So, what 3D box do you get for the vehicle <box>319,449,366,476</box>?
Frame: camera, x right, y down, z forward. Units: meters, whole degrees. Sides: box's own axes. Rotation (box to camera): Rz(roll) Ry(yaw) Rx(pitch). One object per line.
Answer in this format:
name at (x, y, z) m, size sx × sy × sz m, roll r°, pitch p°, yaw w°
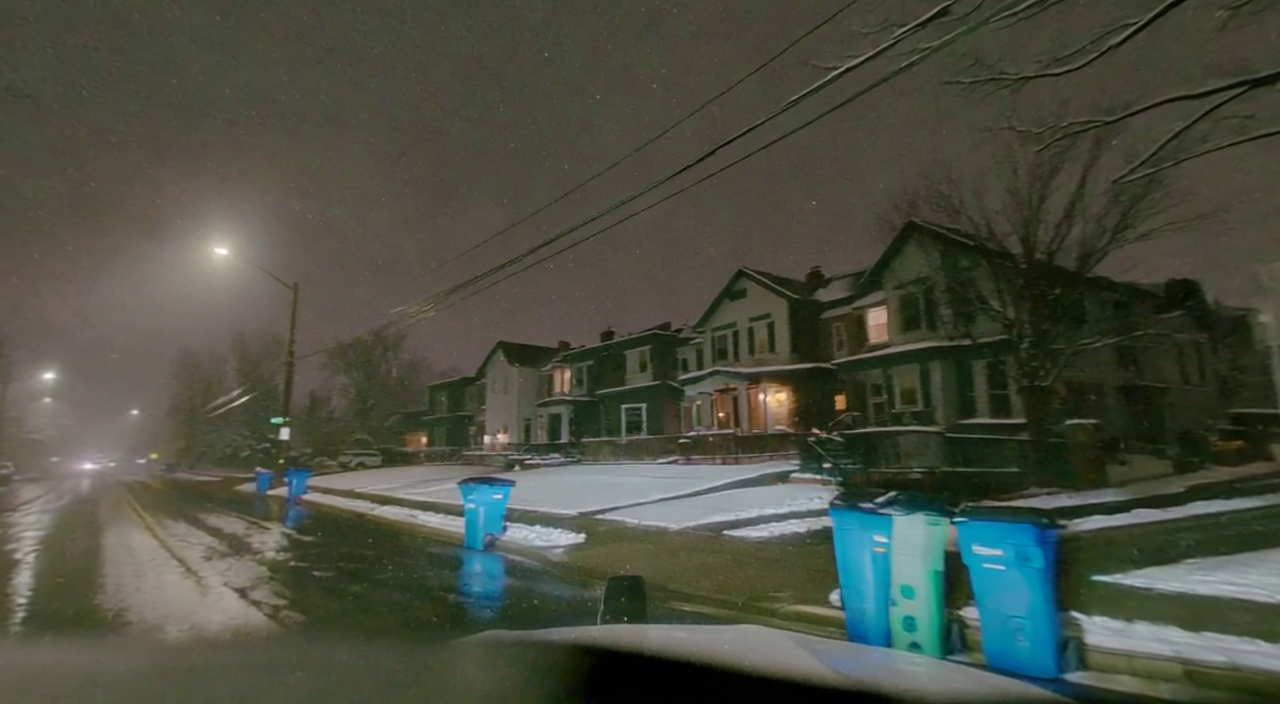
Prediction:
vehicle at (-22.139, 8.174, 46.854) m, size 1.936 × 1.687 × 4.714 m, roll 4°, pitch -8°, yaw -40°
